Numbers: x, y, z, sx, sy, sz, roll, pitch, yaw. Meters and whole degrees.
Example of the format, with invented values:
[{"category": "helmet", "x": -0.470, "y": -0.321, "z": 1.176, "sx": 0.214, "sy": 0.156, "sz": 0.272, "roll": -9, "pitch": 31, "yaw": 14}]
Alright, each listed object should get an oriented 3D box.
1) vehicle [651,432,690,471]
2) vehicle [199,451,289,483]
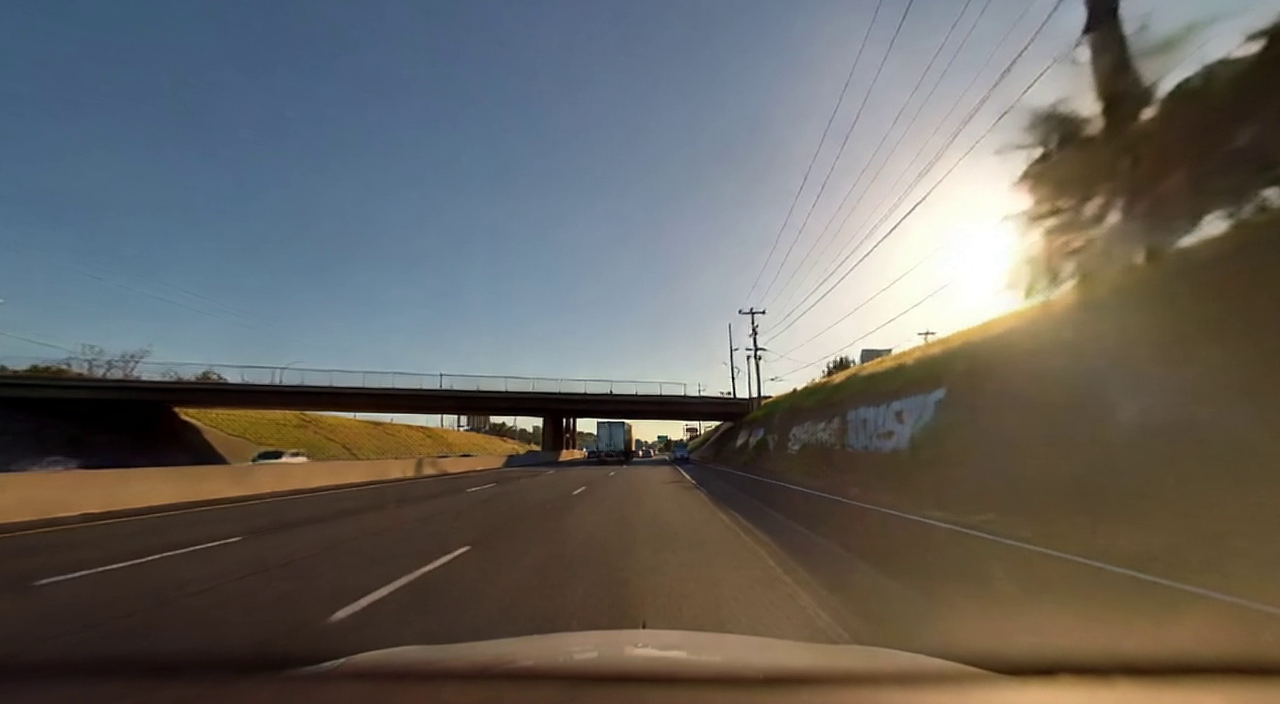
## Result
[{"category": "vehicle", "x": 2.161, "y": 7.308, "z": 46.352, "sx": 2.462, "sy": 2.627, "sz": 5.799, "roll": 0, "pitch": -9, "yaw": -1}, {"category": "vehicle", "x": -22.290, "y": 6.474, "z": 35.745, "sx": 1.905, "sy": 1.643, "sz": 4.747, "roll": 0, "pitch": -9, "yaw": 2}]
